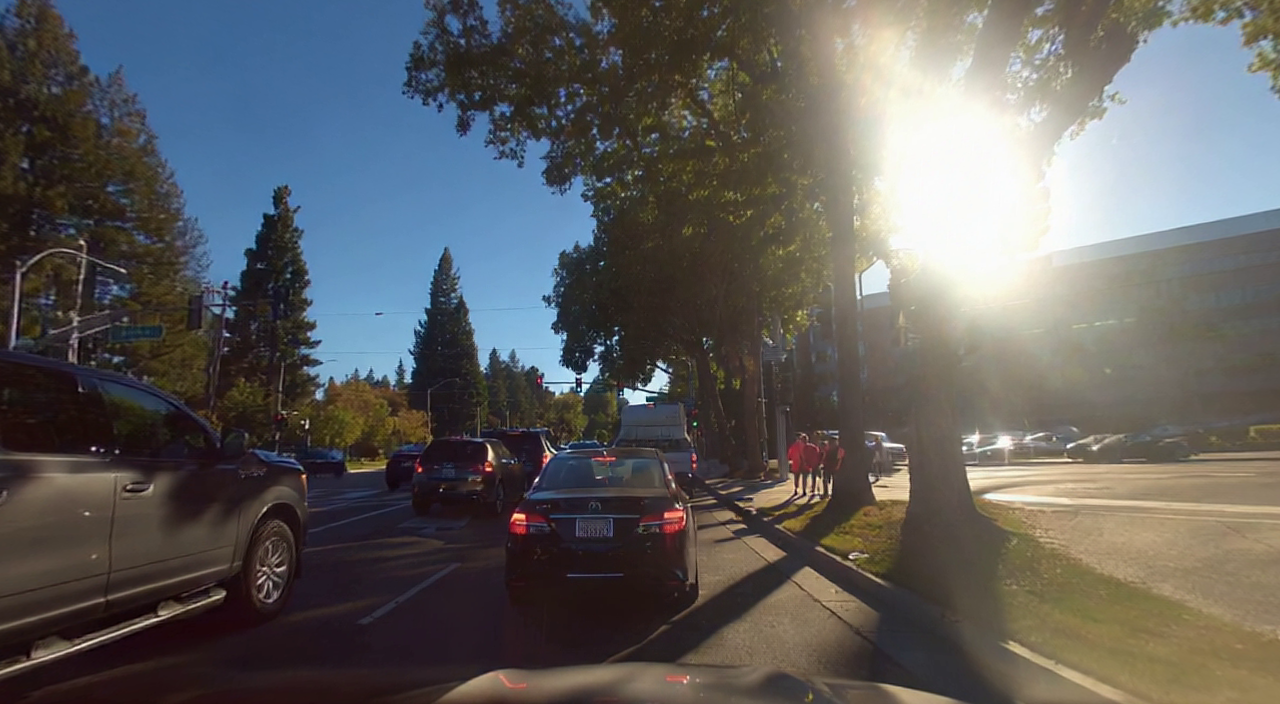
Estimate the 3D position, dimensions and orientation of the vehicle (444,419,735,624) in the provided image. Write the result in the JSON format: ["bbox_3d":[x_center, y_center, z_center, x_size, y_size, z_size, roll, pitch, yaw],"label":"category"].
[{"bbox_3d":[-0.375,1.593,6.947,2.144,1.497,4.446,0,-9,0],"label":"vehicle"}]

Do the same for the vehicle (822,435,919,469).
[{"bbox_3d":[12.200,5.341,33.624,4.394,1.724,1.886,0,-9,1],"label":"vehicle"}]

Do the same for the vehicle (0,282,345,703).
[{"bbox_3d":[-3.687,0.750,2.822,2.202,1.961,4.980,0,-9,1],"label":"vehicle"}]

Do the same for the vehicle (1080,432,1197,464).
[{"bbox_3d":[28.933,5.577,36.712,4.967,1.794,2.044,0,-9,2],"label":"vehicle"}]

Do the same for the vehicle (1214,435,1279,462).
[{"bbox_3d":[36.257,5.519,36.144,4.643,1.464,1.840,0,-9,2],"label":"vehicle"}]

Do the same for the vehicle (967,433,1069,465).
[{"bbox_3d":[21.939,5.658,36.709,4.529,1.786,2.110,0,-9,2],"label":"vehicle"}]
